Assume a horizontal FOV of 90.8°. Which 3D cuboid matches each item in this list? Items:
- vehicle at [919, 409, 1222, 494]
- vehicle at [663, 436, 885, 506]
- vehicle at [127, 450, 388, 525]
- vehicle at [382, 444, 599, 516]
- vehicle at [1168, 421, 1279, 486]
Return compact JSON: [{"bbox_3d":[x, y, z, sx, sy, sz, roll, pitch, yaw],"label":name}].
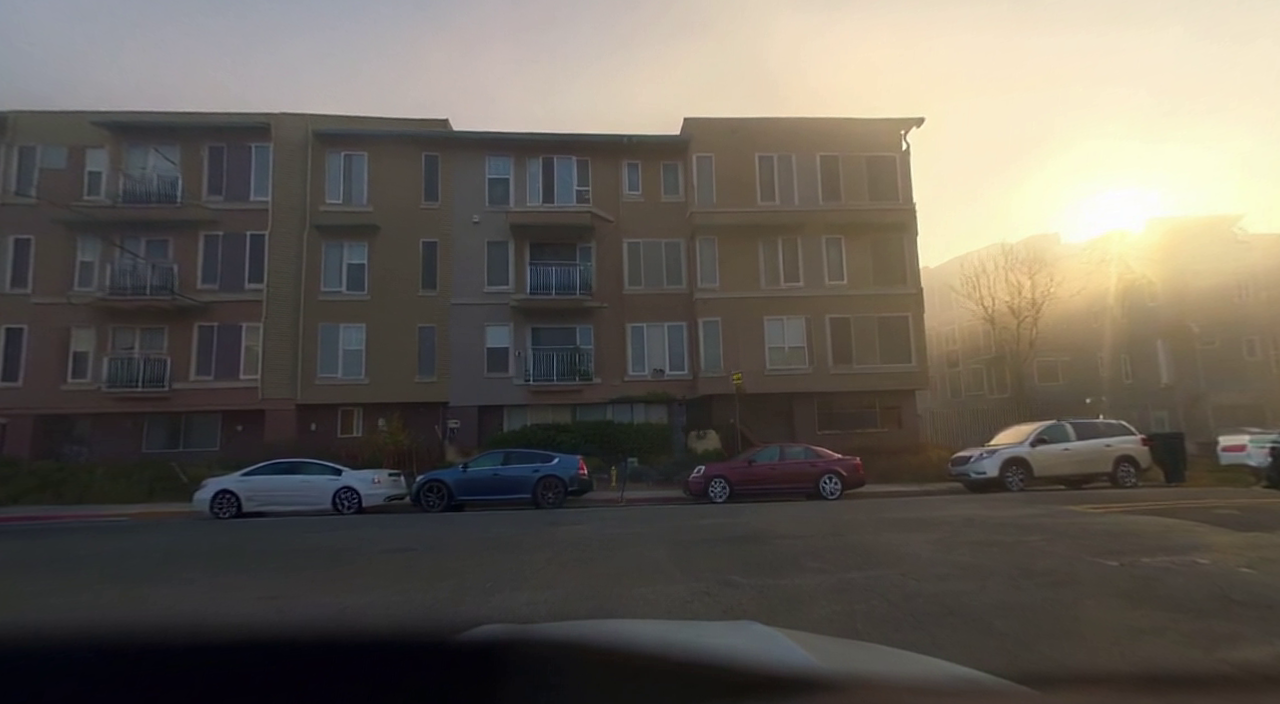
[{"bbox_3d":[10.174,2.392,15.292,5.739,1.852,2.330,1,-8,-4],"label":"vehicle"},{"bbox_3d":[2.973,2.715,14.678,4.681,1.480,1.817,1,-8,-5],"label":"vehicle"},{"bbox_3d":[-8.107,2.889,13.809,4.423,1.449,1.813,1,-9,-6],"label":"vehicle"},{"bbox_3d":[-3.203,2.829,14.286,4.489,1.470,1.776,1,-8,-5],"label":"vehicle"},{"bbox_3d":[16.138,2.503,15.714,4.426,1.476,1.864,1,-8,-4],"label":"vehicle"}]
